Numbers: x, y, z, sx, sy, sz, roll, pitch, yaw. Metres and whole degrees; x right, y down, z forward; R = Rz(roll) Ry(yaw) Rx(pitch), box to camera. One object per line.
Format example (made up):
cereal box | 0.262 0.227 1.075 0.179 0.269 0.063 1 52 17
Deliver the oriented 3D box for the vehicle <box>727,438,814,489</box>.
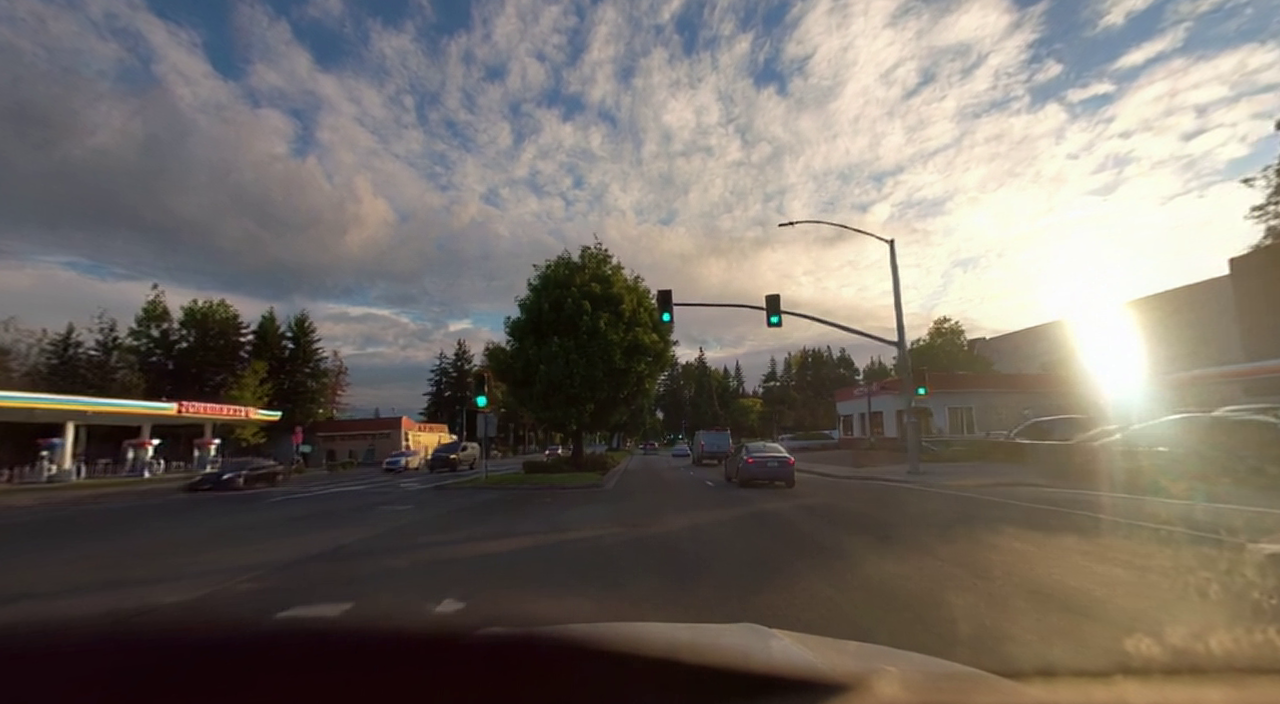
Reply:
vehicle | 4.039 3.508 20.188 1.871 1.442 4.122 0 -8 0

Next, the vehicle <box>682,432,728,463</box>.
vehicle | 4.412 6.660 43.874 2.611 1.983 5.165 0 -8 -1

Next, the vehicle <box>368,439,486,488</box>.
vehicle | -8.102 4.250 24.589 2.842 1.476 4.980 -3 -7 1

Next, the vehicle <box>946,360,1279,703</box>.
vehicle | 3.810 0.965 3.436 1.875 1.665 4.931 0 -8 1
